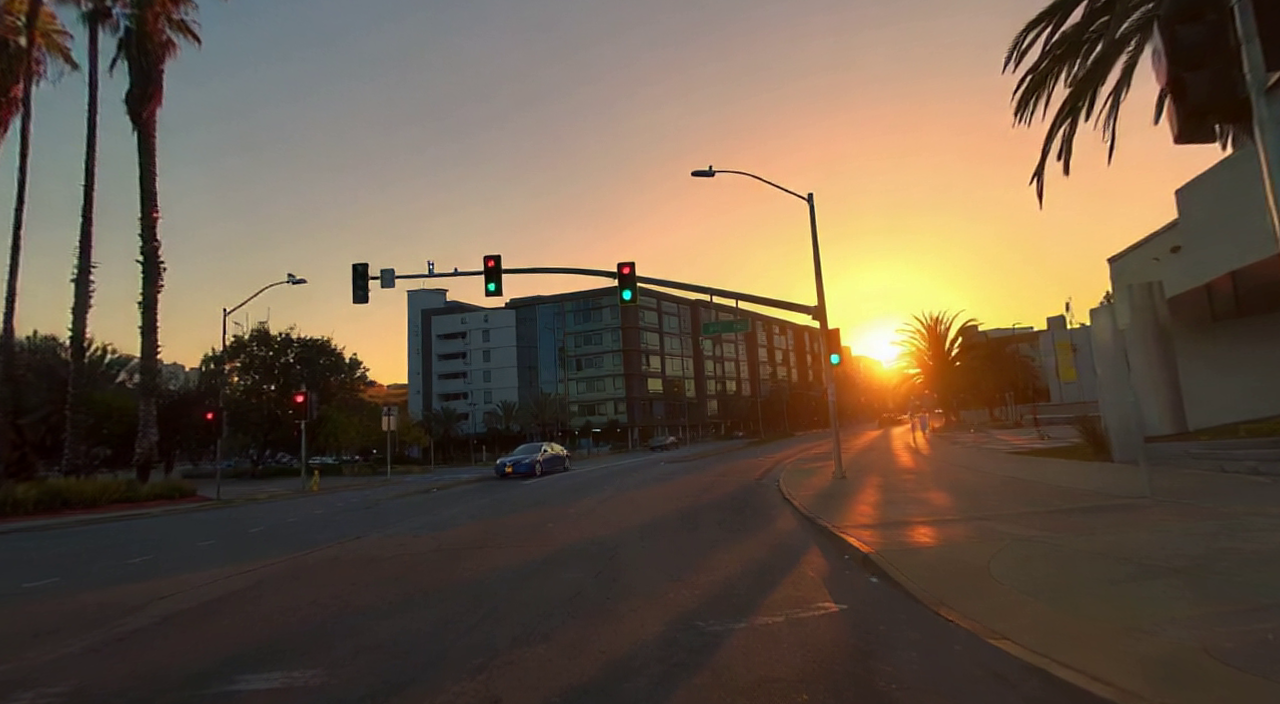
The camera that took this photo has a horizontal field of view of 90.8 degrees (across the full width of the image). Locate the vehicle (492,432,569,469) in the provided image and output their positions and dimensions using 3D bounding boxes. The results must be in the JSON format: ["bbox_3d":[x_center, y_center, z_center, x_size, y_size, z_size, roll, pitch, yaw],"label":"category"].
[{"bbox_3d":[-5.716,5.234,33.622,2.181,1.792,4.648,-3,-9,16],"label":"vehicle"}]
